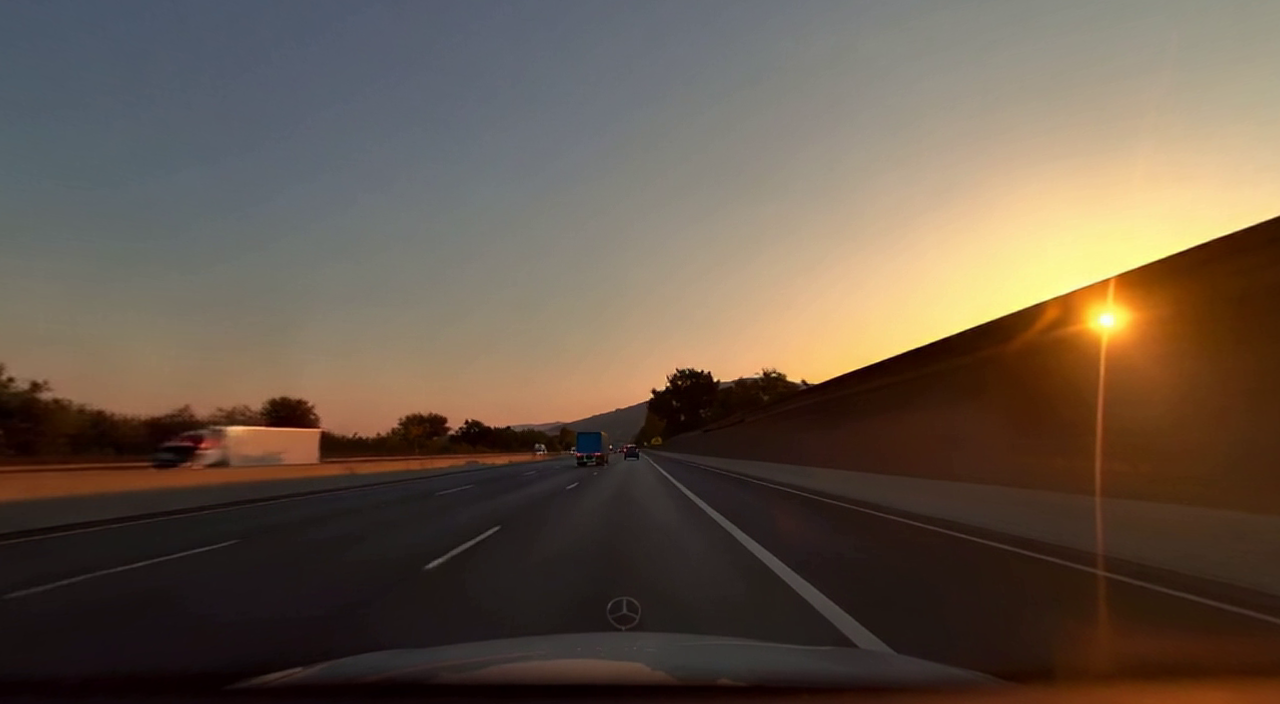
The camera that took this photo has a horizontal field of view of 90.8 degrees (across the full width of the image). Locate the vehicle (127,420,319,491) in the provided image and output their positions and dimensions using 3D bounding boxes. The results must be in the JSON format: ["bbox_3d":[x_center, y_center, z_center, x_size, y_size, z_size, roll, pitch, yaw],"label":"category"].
[{"bbox_3d":[-24.219,6.184,38.167,2.973,3.482,12.931,0,-9,-1],"label":"vehicle"}]
